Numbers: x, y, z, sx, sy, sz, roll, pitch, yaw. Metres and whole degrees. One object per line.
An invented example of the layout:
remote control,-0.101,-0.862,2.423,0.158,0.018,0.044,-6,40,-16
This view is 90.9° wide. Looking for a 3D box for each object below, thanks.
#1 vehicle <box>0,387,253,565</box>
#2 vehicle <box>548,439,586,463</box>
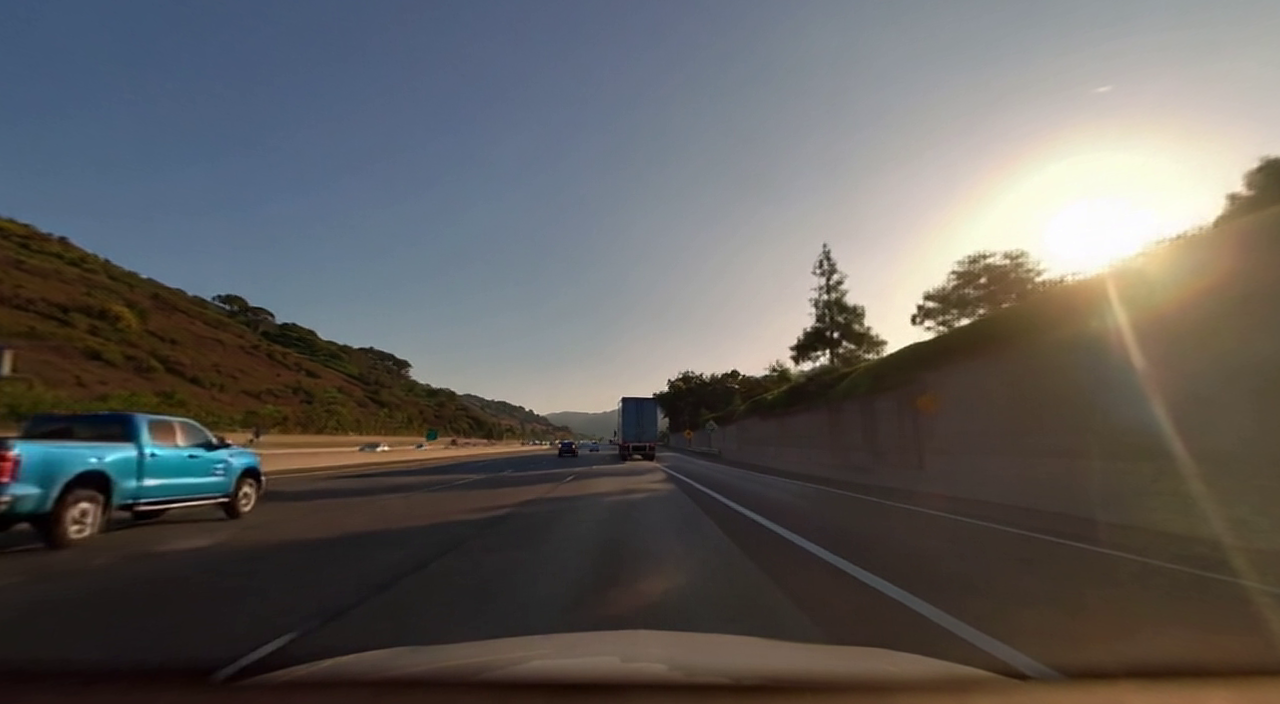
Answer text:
vehicle,-7.727,1.519,8.087,2.113,1.837,5.339,0,-8,0
vehicle,-4.733,6.497,41.556,1.983,1.508,4.060,0,-8,0
